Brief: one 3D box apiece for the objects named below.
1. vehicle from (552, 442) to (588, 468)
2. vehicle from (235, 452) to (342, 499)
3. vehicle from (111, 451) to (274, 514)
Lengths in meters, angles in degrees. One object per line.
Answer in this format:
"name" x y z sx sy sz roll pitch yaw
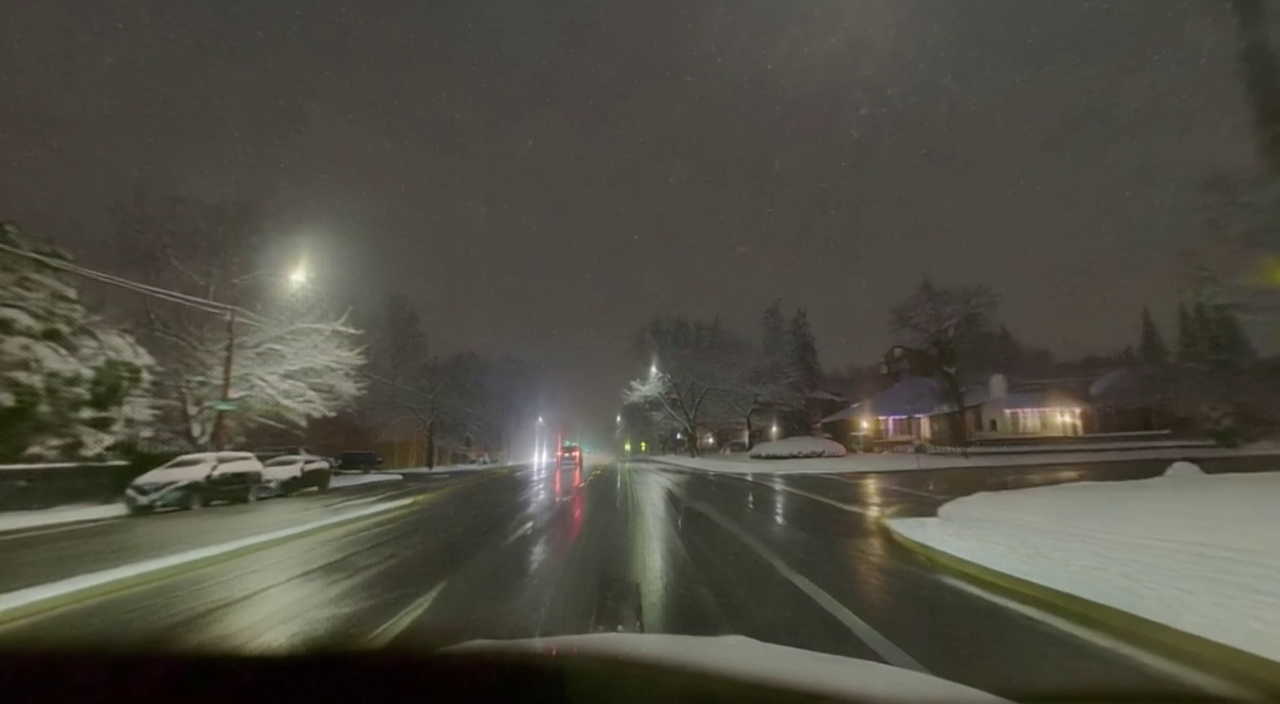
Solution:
"vehicle" -5.002 7.440 45.783 2.135 1.731 4.232 0 -9 -1
"vehicle" -14.483 5.052 26.384 1.968 1.727 4.548 0 -8 -2
"vehicle" -14.368 4.159 20.708 1.966 1.760 4.604 0 -8 -1
